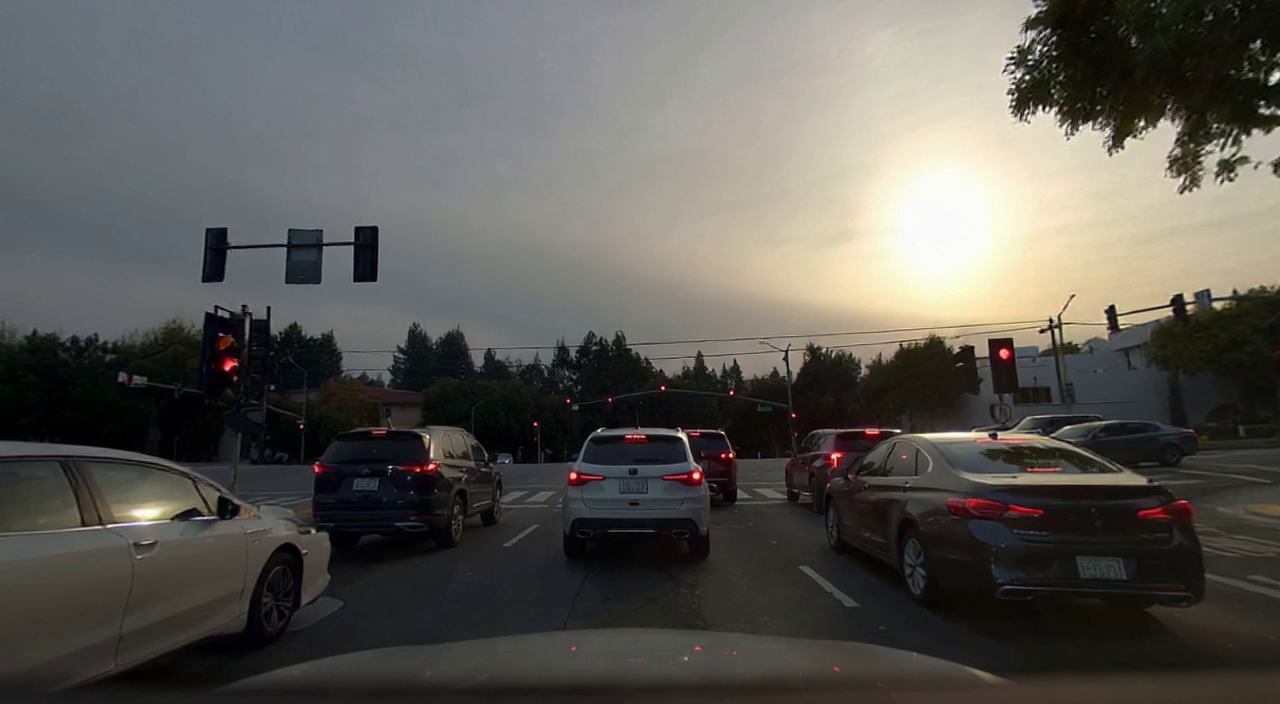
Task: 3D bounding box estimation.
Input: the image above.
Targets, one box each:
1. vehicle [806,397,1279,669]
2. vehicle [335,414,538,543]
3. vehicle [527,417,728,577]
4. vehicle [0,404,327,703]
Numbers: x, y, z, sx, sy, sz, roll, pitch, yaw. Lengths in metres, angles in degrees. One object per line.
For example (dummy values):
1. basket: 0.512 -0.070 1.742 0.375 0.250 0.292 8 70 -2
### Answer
1. vehicle: 3.228 1.444 6.194 2.006 1.659 4.462 0 -8 1
2. vehicle: -3.226 2.107 11.164 2.048 1.805 4.405 0 -8 1
3. vehicle: -0.094 1.801 8.555 2.106 1.655 3.717 0 -8 1
4. vehicle: -3.350 0.950 2.369 1.863 1.495 4.667 0 -8 2
